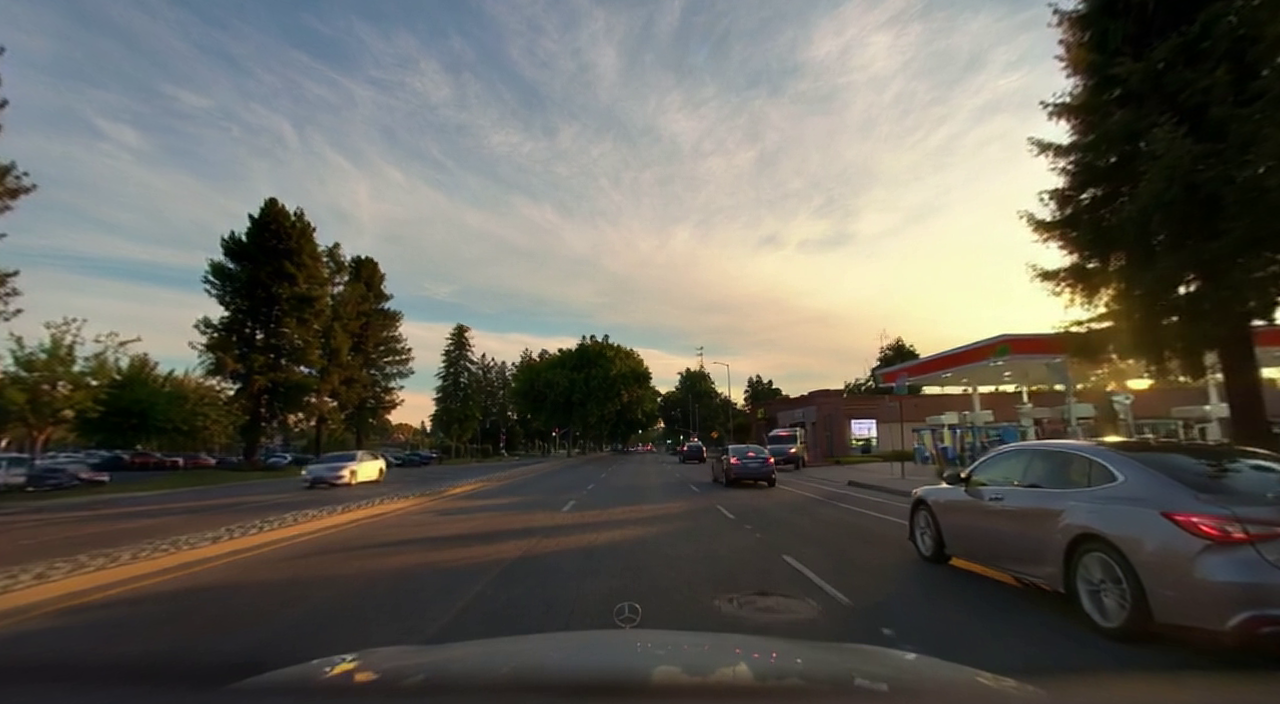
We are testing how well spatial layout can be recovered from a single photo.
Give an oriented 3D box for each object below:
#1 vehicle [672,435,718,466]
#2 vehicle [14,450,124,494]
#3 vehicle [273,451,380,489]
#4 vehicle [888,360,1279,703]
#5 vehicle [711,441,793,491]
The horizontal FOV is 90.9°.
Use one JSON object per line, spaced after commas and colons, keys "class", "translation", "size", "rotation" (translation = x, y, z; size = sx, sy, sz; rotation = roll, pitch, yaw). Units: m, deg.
{"class": "vehicle", "translation": [3.673, 6.738, 43.281], "size": [2.611, 1.983, 5.165], "rotation": [0, -9, -1]}
{"class": "vehicle", "translation": [-28.767, 5.986, 32.006], "size": [2.064, 2.002, 4.835], "rotation": [2, -9, -16]}
{"class": "vehicle", "translation": [-14.205, 5.344, 29.045], "size": [2.031, 1.539, 5.646], "rotation": [-1, -9, 0]}
{"class": "vehicle", "translation": [3.698, 1.126, 4.384], "size": [1.875, 1.665, 4.931], "rotation": [0, -9, 0]}
{"class": "vehicle", "translation": [3.602, 3.749, 21.055], "size": [1.871, 1.442, 4.122], "rotation": [0, -9, -1]}
